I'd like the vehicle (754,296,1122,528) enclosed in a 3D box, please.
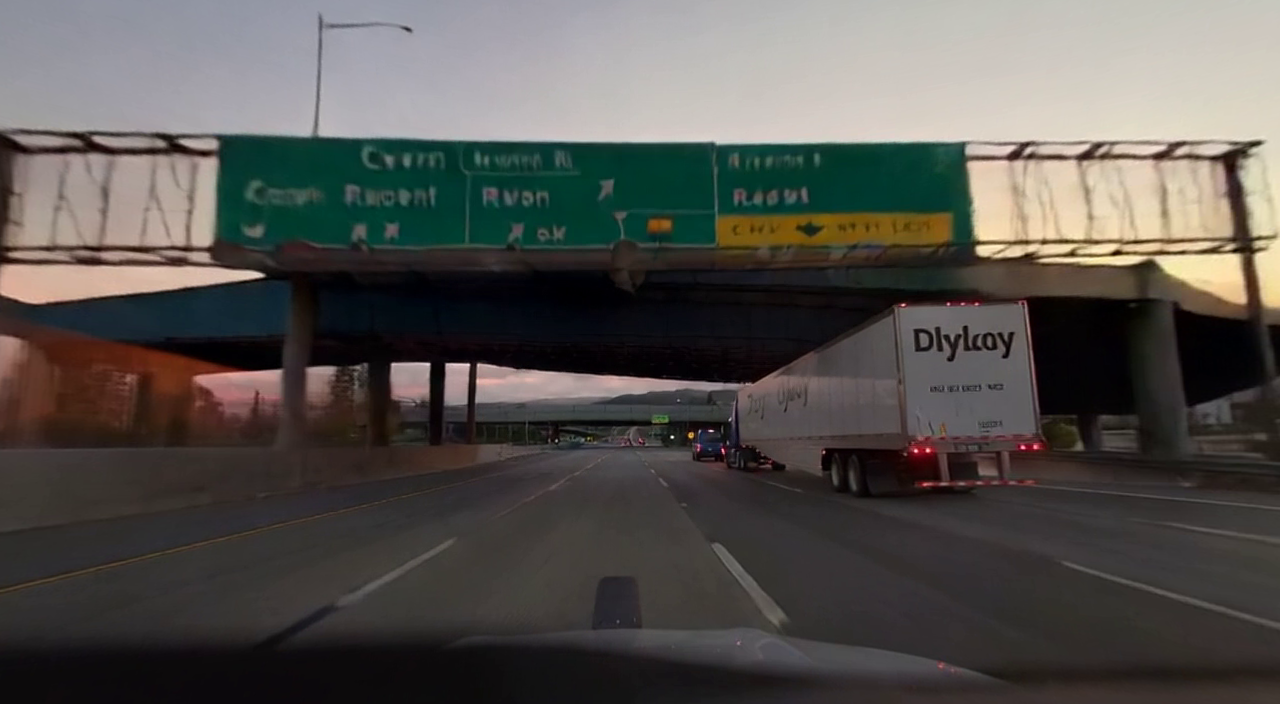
[{"bbox_3d":[6.448,2.142,18.819,2.962,3.947,16.241,0,-8,-1],"label":"vehicle"}]
